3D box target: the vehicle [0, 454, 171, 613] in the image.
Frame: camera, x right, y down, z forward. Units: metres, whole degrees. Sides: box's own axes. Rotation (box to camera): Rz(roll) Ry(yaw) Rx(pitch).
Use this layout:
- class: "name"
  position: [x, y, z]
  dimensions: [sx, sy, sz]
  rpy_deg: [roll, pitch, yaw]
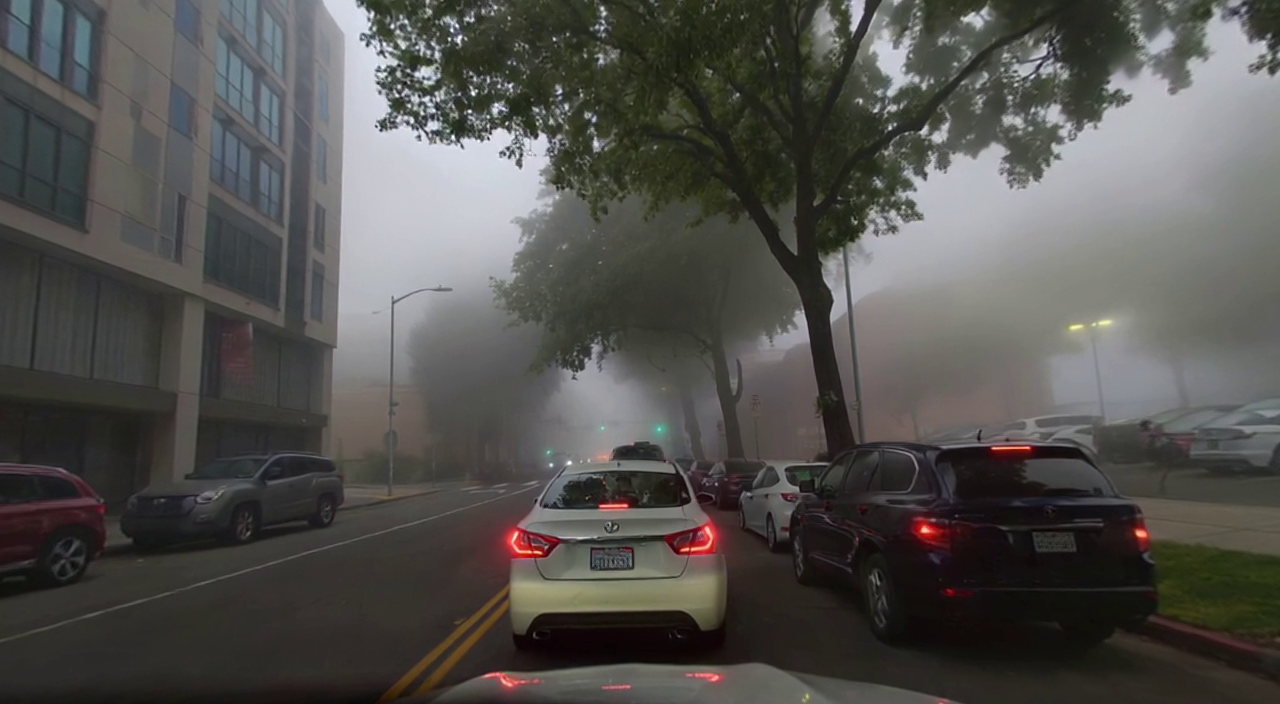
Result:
- class: "vehicle"
  position: [-6.983, 1.693, 5.875]
  dimensions: [1.900, 1.471, 4.202]
  rpy_deg: [1, -10, 0]

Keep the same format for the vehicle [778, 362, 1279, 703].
- class: "vehicle"
  position: [2.710, 1.421, 5.696]
  dimensions: [1.868, 1.920, 4.501]
  rpy_deg: [1, -10, 0]

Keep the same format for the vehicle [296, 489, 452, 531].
- class: "vehicle"
  position: [-6.969, 4.236, 17.163]
  dimensions: [2.223, 0.774, 4.789]
  rpy_deg: [1, -10, 0]

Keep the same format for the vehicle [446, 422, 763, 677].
- class: "vehicle"
  position: [-0.199, 1.599, 5.927]
  dimensions: [2.018, 1.583, 3.646]
  rpy_deg: [1, -10, 1]

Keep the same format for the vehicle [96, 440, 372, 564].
- class: "vehicle"
  position: [-6.835, 2.593, 11.380]
  dimensions: [1.994, 1.701, 4.520]
  rpy_deg: [-2, -11, -1]
